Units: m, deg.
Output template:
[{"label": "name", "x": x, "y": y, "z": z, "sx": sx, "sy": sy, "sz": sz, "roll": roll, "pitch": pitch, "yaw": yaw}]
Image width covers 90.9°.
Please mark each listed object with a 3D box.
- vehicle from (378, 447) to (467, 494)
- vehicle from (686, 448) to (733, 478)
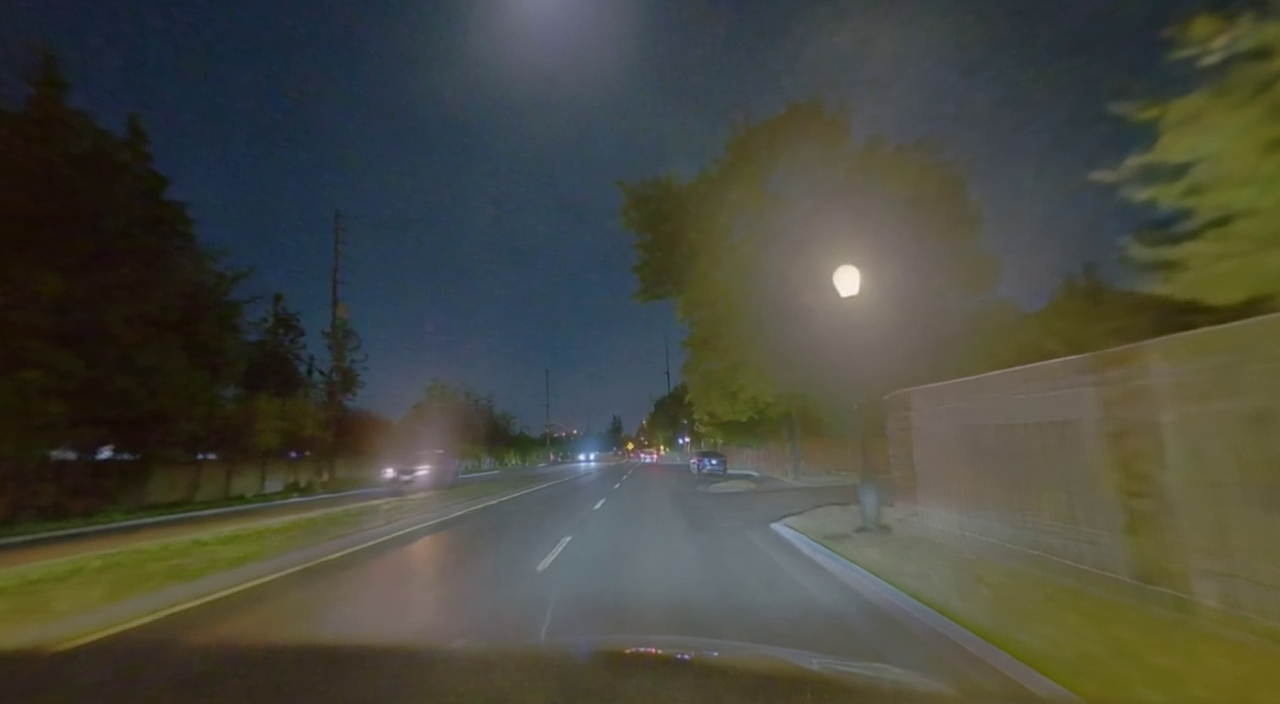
[{"label": "vehicle", "x": -8.745, "y": 4.758, "z": 25.781, "sx": 1.981, "sy": 1.716, "sz": 4.315, "roll": 0, "pitch": -9, "yaw": 1}, {"label": "vehicle", "x": 3.696, "y": 5.968, "z": 34.249, "sx": 2.011, "sy": 1.507, "sz": 4.769, "roll": 0, "pitch": -9, "yaw": 0}]
